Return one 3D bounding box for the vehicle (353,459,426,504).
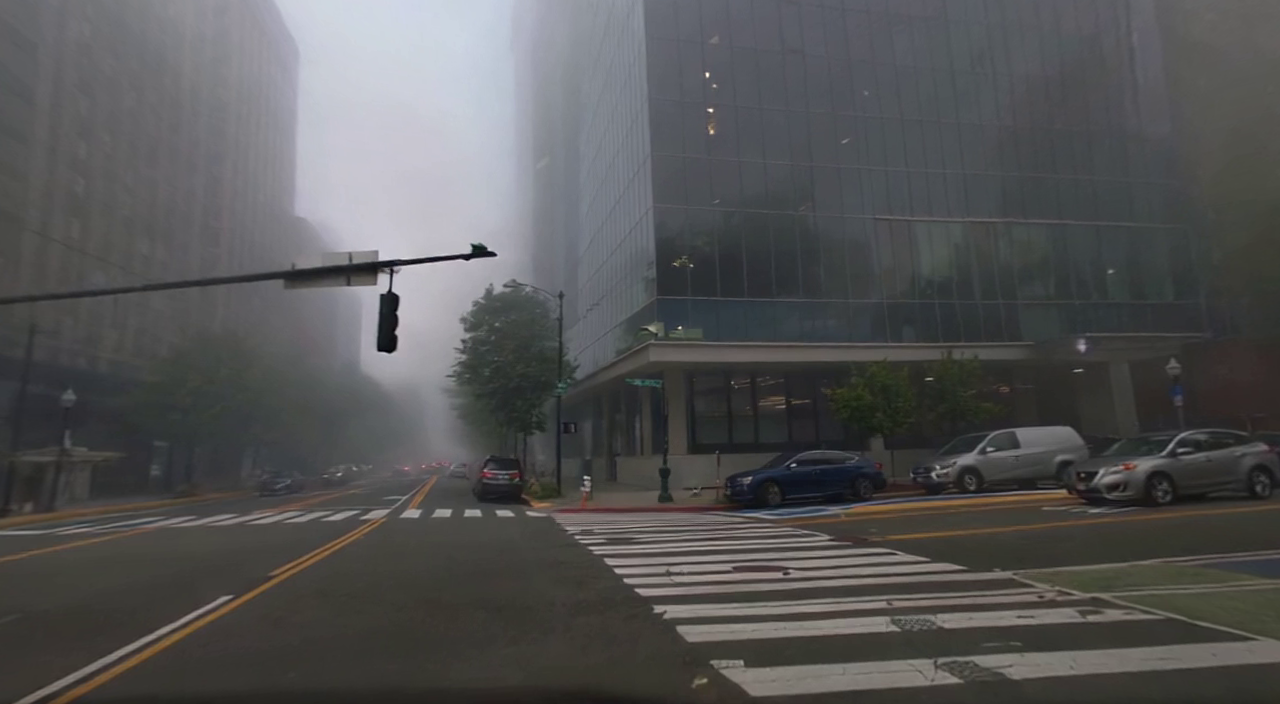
[{"bbox_3d":[-10.435,5.360,26.641,2.025,1.625,4.596,2,-9,-11],"label":"vehicle"}]

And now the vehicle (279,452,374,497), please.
[{"bbox_3d":[-16.386,6.375,33.550,2.810,2.036,6.550,1,-9,-11],"label":"vehicle"}]

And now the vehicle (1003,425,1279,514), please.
[{"bbox_3d":[10.251,2.308,12.725,4.888,1.558,2.017,2,-9,-12],"label":"vehicle"}]

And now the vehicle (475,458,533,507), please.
[{"bbox_3d":[-5.870,5.531,27.310,2.174,1.780,5.051,2,-9,-12],"label":"vehicle"}]

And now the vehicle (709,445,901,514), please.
[{"bbox_3d":[4.550,3.583,17.741,4.705,1.732,1.996,2,-14,-13],"label":"vehicle"}]
